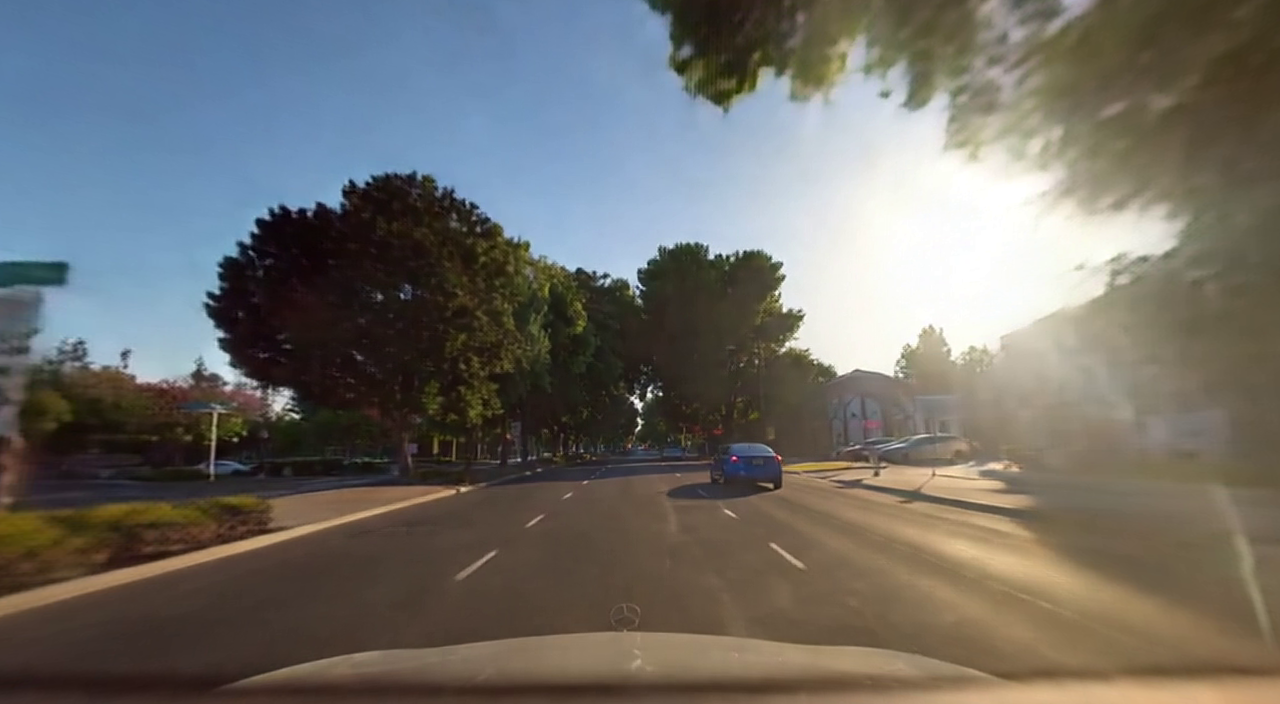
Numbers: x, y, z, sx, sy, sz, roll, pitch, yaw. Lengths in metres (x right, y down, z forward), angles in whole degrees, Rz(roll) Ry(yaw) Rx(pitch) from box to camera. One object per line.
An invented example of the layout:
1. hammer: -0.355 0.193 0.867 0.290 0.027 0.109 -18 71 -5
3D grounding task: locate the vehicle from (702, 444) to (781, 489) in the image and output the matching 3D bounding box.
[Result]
1. vehicle: 3.647 4.177 23.533 2.033 1.482 4.571 0 -8 -2

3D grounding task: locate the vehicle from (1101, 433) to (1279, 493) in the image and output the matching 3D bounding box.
1. vehicle: 15.075 2.868 16.603 4.236 1.430 2.139 0 -8 -1

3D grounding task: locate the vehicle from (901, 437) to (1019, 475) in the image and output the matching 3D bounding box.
1. vehicle: 15.824 5.150 31.411 4.684 1.448 2.090 -4 -8 -3
